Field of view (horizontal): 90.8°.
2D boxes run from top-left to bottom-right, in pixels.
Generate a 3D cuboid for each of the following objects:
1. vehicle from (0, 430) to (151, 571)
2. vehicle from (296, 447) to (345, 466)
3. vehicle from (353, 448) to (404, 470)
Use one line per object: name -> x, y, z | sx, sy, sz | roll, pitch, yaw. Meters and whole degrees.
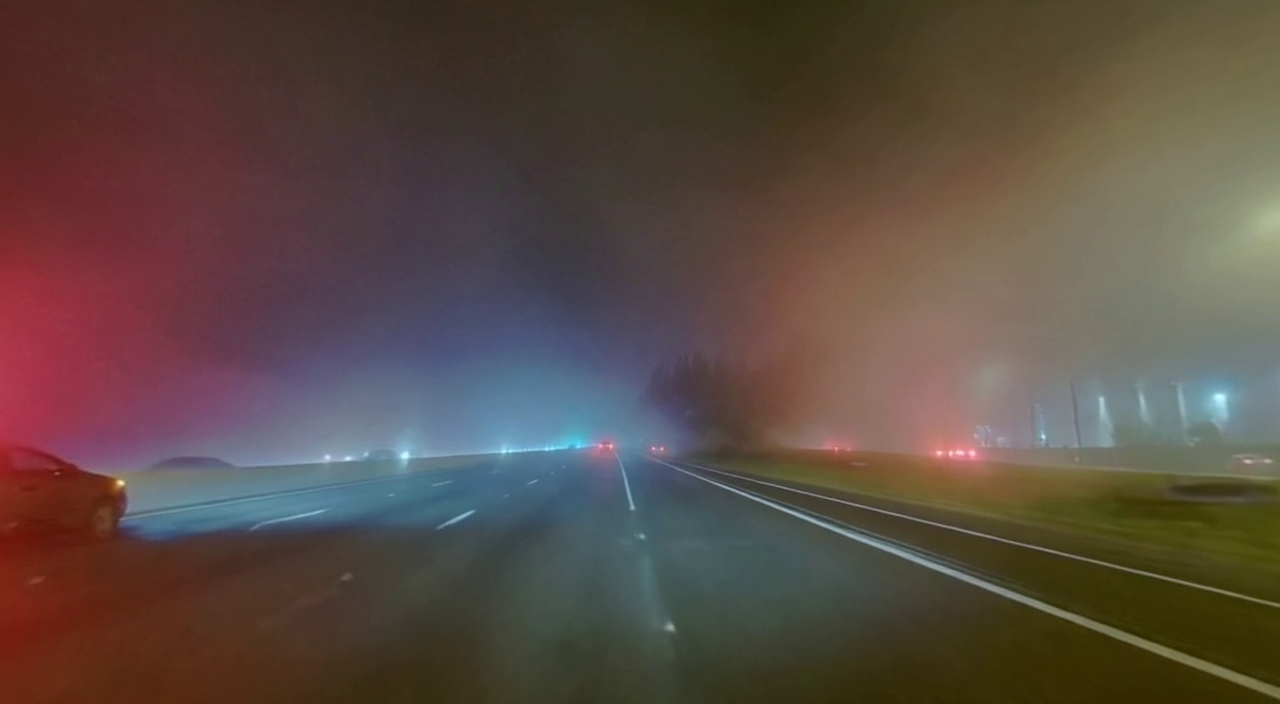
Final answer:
vehicle -> -7.926, 1.580, 6.646 | 2.060, 1.507, 4.494 | 0, -9, -2
vehicle -> -25.172, 8.232, 49.913 | 1.890, 1.463, 3.902 | 0, -9, -2
vehicle -> -18.523, 7.583, 44.972 | 1.952, 1.427, 4.195 | 0, -9, -2
